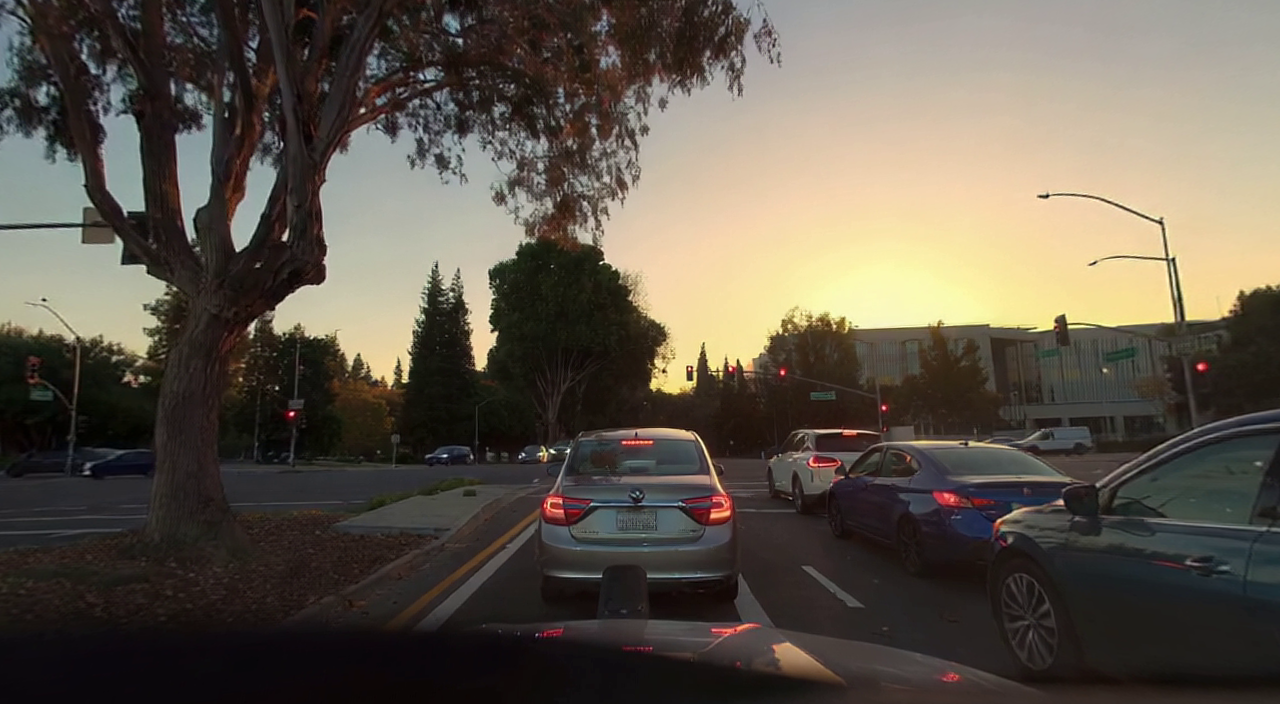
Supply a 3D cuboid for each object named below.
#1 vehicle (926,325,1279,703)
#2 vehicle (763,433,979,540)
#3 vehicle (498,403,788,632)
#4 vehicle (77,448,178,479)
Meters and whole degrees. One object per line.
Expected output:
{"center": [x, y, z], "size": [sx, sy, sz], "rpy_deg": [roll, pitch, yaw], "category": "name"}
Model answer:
{"center": [3.751, 0.932, 3.436], "size": [2.162, 1.829, 4.519], "rpy_deg": [0, -9, -1], "category": "vehicle"}
{"center": [3.725, 2.260, 11.297], "size": [2.054, 1.482, 4.654], "rpy_deg": [0, -9, -1], "category": "vehicle"}
{"center": [0.003, 1.476, 6.510], "size": [2.074, 1.631, 3.793], "rpy_deg": [0, -9, -1], "category": "vehicle"}
{"center": [-36.510, 7.939, 45.164], "size": [5.321, 2.089, 2.177], "rpy_deg": [6, -11, -34], "category": "vehicle"}
